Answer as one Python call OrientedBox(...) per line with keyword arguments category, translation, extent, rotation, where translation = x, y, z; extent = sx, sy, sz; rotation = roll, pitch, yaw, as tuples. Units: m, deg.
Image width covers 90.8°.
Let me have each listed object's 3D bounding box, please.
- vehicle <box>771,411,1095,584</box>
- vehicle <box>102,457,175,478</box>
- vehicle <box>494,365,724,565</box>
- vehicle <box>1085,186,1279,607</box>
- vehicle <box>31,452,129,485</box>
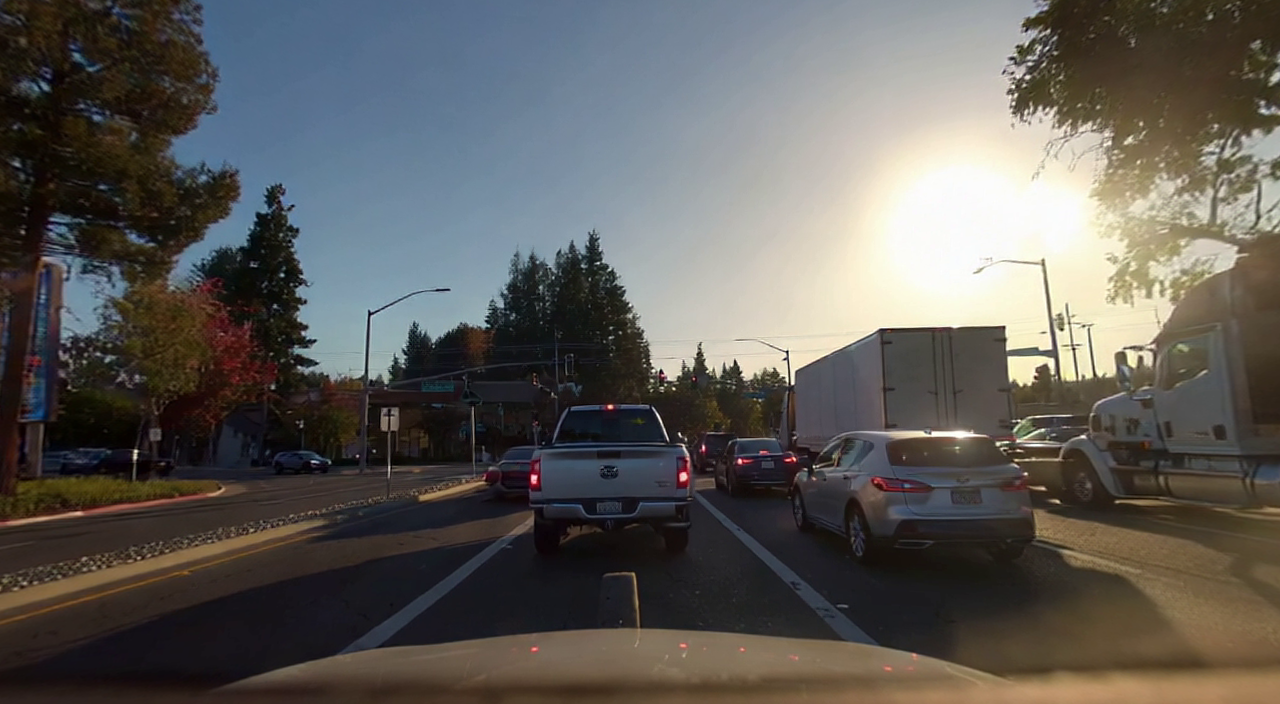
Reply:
OrientedBox(category="vehicle", translation=(3.241, 1.731, 8.417), extent=(1.905, 1.587, 4.998), rotation=(0, -9, 0))
OrientedBox(category="vehicle", translation=(-38.156, 8.783, 48.120), extent=(4.150, 1.474, 1.826), rotation=(-1, -9, 6))
OrientedBox(category="vehicle", translation=(-0.365, 1.615, 9.561), extent=(2.499, 2.183, 5.111), rotation=(0, -9, -1))
OrientedBox(category="vehicle", translation=(6.523, 0.090, 3.307), extent=(2.802, 3.322, 7.429), rotation=(0, -9, 0))
OrientedBox(category="vehicle", translation=(-28.556, 5.908, 32.377), extent=(1.730, 1.534, 3.922), rotation=(1, -9, -8))
